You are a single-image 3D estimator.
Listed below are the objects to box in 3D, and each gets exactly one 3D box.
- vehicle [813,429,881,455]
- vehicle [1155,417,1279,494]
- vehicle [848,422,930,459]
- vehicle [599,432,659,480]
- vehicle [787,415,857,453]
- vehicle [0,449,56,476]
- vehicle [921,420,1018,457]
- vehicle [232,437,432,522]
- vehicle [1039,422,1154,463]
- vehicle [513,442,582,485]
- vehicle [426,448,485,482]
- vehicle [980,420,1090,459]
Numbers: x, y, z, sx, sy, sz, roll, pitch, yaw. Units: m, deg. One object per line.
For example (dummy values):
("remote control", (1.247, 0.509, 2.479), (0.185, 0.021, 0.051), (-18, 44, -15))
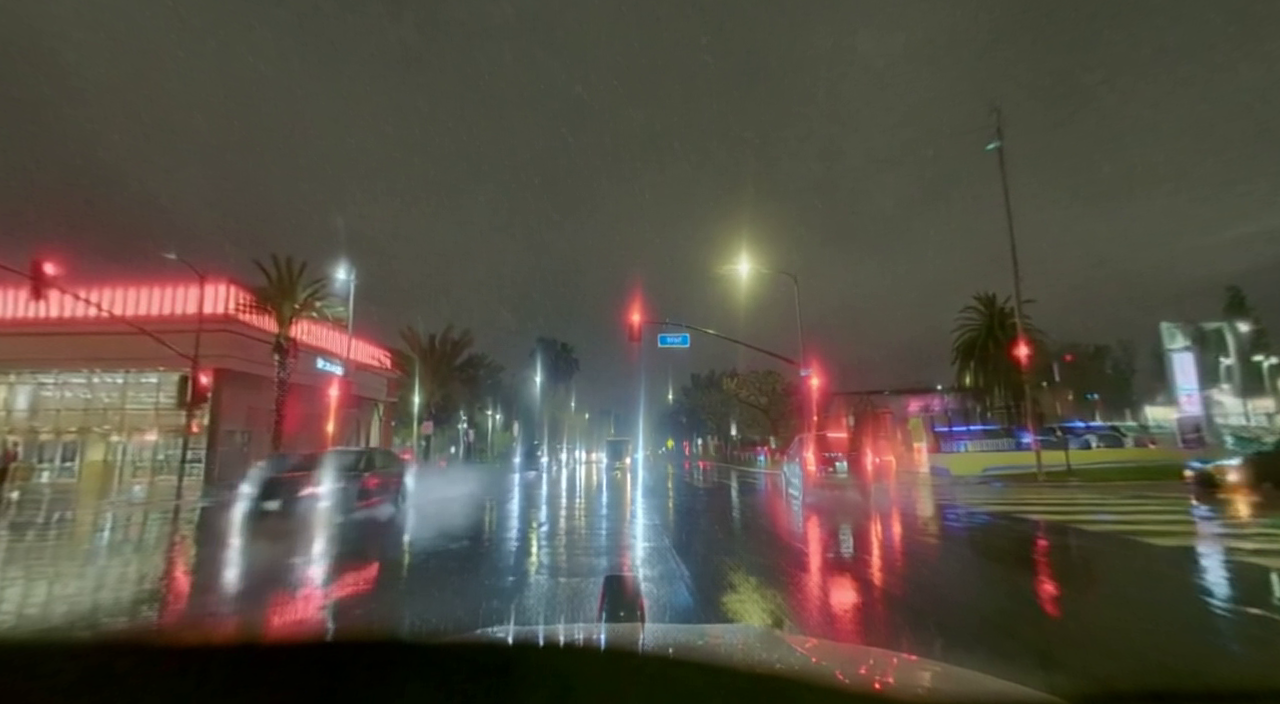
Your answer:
("vehicle", (11.486, 5.075, 35.356), (2.598, 1.299, 3.611), (-1, -10, 0))
("vehicle", (15.962, 2.514, 15.564), (4.583, 1.741, 2.117), (-1, -9, 1))
("vehicle", (11.562, 4.188, 29.671), (1.899, 1.550, 4.531), (-1, -9, -1))
("vehicle", (-0.477, 4.316, 26.280), (2.264, 1.798, 4.531), (0, -9, -1))
("vehicle", (11.448, 5.300, 40.222), (2.652, 2.045, 5.359), (-3, -9, -1))
("vehicle", (-40.413, 7.202, 40.825), (1.615, 1.455, 3.501), (-8, -5, 27))
("vehicle", (14.258, 3.833, 27.664), (1.797, 1.443, 4.451), (-1, -9, -1))
("vehicle", (-6.373, 2.688, 13.863), (2.032, 1.508, 4.661), (0, -9, 0))
("vehicle", (19.363, 3.818, 27.048), (1.865, 1.473, 3.989), (1, -5, -3))
("vehicle", (-3.450, 4.251, 24.411), (1.921, 1.491, 4.332), (0, -9, 1))
("vehicle", (-9.331, 5.734, 32.269), (1.866, 1.541, 3.953), (-2, -9, 0))
("vehicle", (16.789, 3.771, 27.143), (1.850, 1.509, 4.297), (0, -9, -1))
